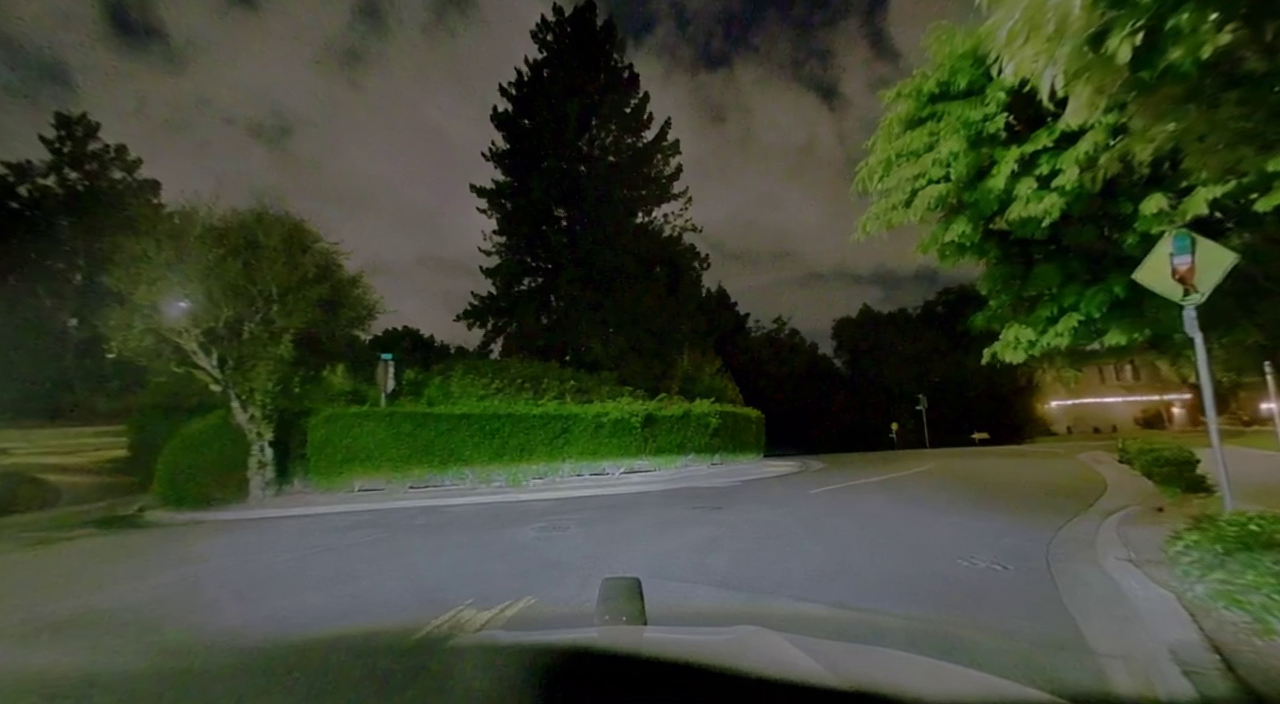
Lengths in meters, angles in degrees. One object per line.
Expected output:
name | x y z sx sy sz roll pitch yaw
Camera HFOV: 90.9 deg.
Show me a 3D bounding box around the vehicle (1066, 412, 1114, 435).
vehicle | 32.213 5.095 45.222 1.802 1.548 3.501 -3 -6 20
